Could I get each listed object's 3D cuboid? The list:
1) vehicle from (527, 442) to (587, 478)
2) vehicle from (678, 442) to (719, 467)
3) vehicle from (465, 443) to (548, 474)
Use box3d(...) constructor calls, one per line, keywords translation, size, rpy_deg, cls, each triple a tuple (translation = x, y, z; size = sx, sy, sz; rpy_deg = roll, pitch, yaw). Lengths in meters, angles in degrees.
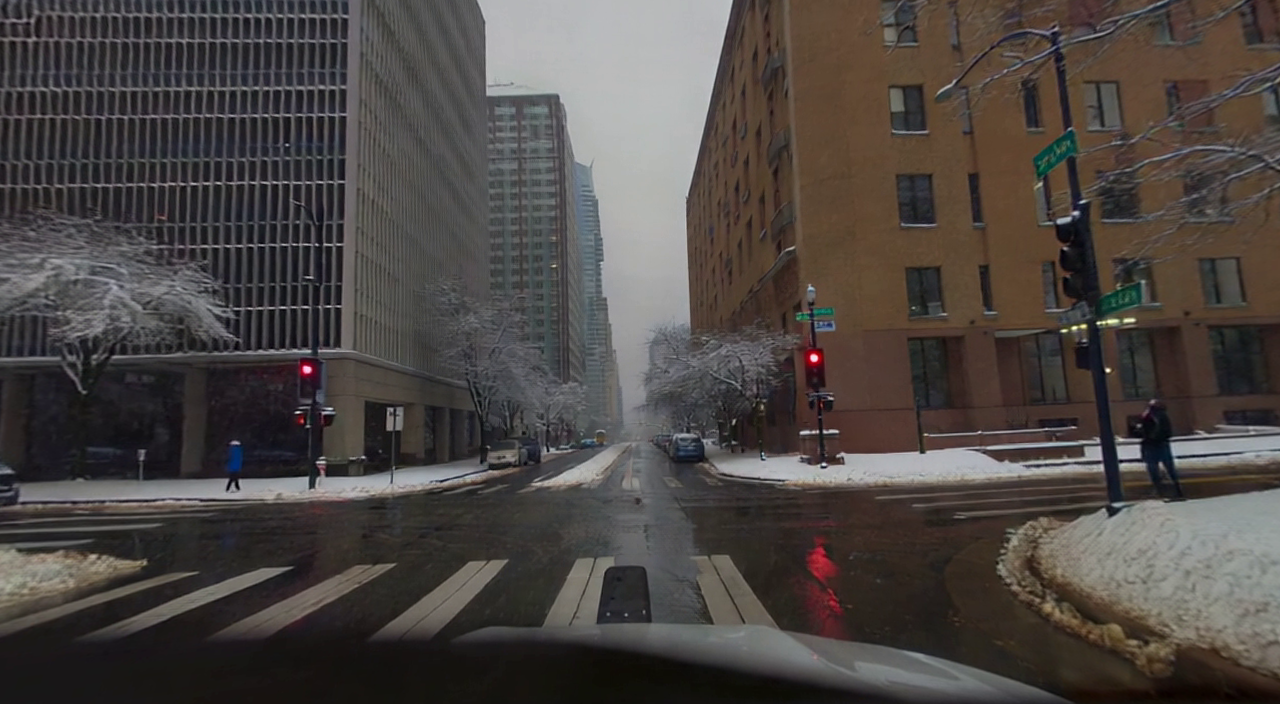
box3d(translation=(-3.670, 4.843, 28.623), size=(1.989, 1.481, 4.500), rpy_deg=(0, -8, 1), cls="vehicle")
box3d(translation=(3.541, 6.276, 38.860), size=(1.853, 1.426, 4.160), rpy_deg=(1, -8, -3), cls="vehicle")
box3d(translation=(-8.011, 6.358, 38.030), size=(4.526, 1.726, 1.963), rpy_deg=(8, -12, -44), cls="vehicle")
